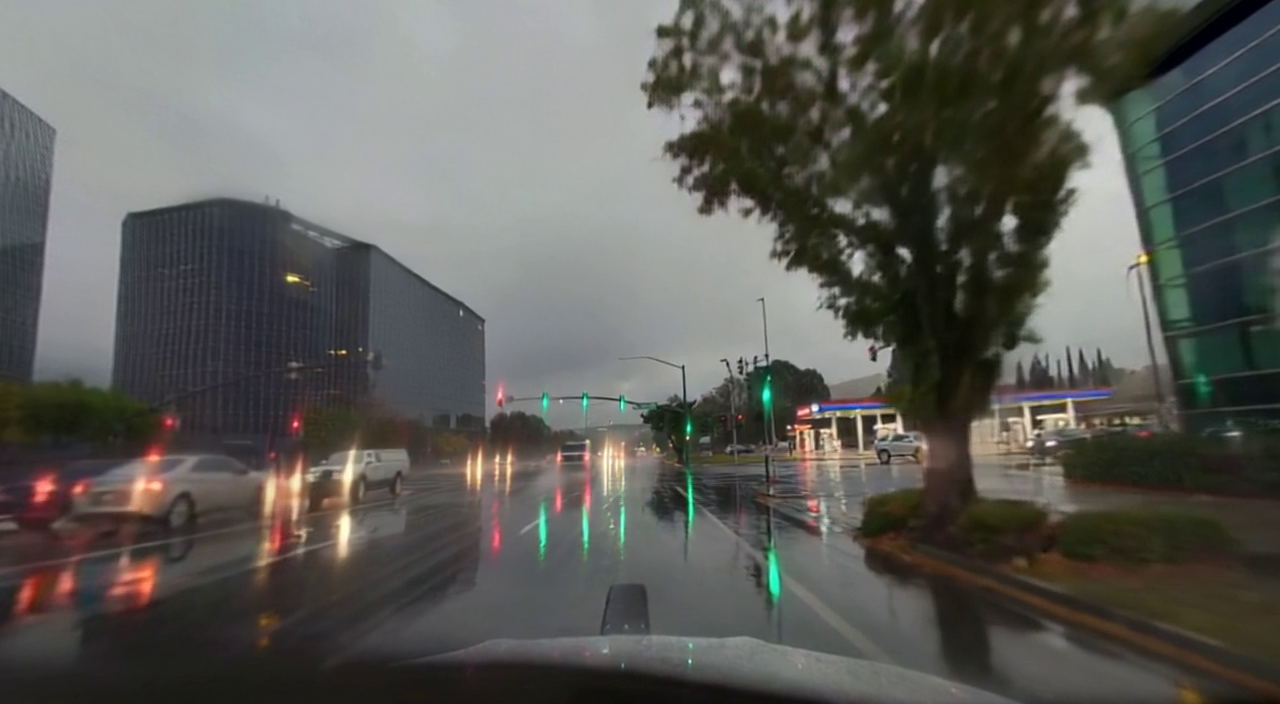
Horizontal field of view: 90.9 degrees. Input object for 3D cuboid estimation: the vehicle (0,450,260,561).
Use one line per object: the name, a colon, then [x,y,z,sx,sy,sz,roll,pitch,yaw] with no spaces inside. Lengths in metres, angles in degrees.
vehicle: [-9.475,2.613,11.582,1.965,1.541,4.718,0,-8,1]

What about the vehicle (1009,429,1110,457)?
vehicle: [25.538,5.580,38.537,4.700,1.579,1.823,-4,-8,19]

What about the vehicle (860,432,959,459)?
vehicle: [17.563,6.129,41.273,5.708,1.585,2.070,-4,-7,22]

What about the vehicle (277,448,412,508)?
vehicle: [-9.174,3.906,20.088,2.068,1.659,4.509,0,-8,1]

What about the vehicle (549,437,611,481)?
vehicle: [-3.097,5.717,34.135,2.602,2.091,6.347,0,-8,1]

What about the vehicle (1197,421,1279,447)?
vehicle: [34.862,4.623,35.357,4.849,1.399,2.057,-2,-8,17]
